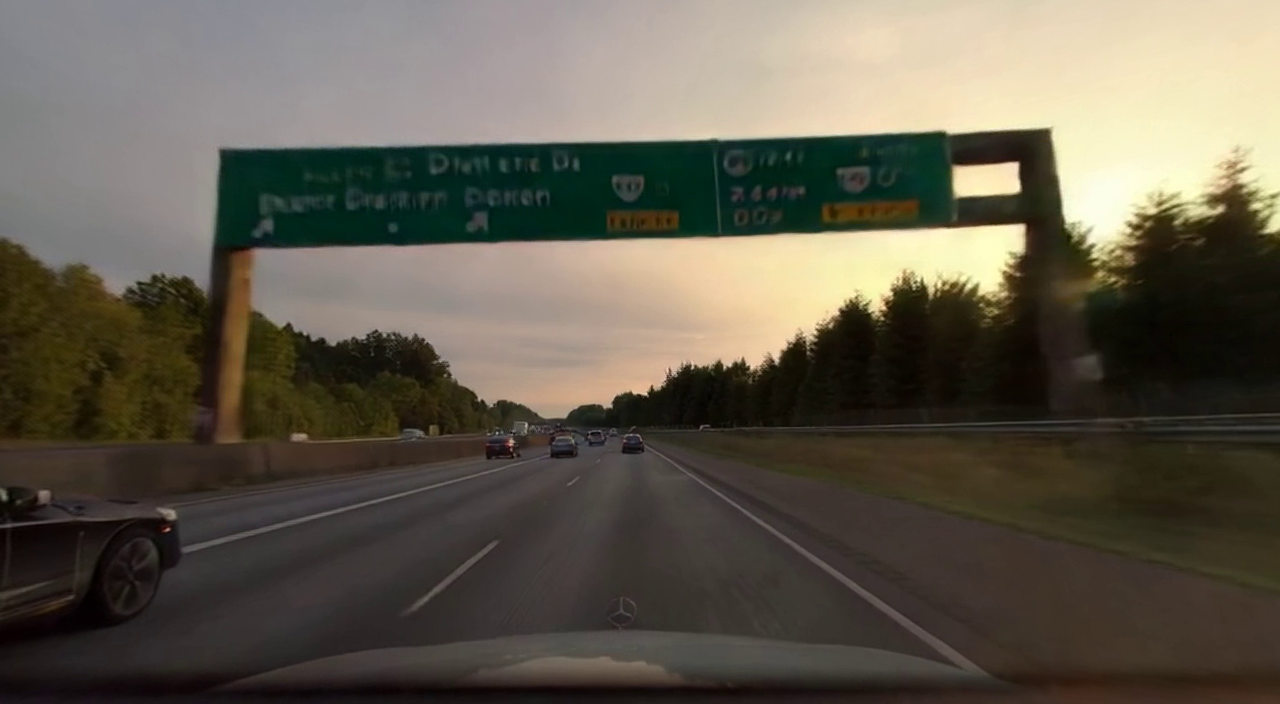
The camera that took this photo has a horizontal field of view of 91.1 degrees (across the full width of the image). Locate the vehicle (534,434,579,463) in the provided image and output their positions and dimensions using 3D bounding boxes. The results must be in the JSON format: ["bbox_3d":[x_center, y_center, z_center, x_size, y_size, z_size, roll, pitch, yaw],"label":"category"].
[{"bbox_3d":[-4.464,5.194,34.183,1.909,1.445,4.087,0,-8,-1],"label":"vehicle"}]

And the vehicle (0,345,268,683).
[{"bbox_3d":[-4.473,0.919,3.667,1.971,1.822,4.366,0,-8,-1],"label":"vehicle"}]

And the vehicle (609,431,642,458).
[{"bbox_3d":[-0.913,5.850,39.842,2.002,1.611,3.778,0,-8,-1],"label":"vehicle"}]

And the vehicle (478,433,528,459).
[{"bbox_3d":[-8.388,5.793,38.953,1.953,1.524,4.863,0,-8,0],"label":"vehicle"}]
